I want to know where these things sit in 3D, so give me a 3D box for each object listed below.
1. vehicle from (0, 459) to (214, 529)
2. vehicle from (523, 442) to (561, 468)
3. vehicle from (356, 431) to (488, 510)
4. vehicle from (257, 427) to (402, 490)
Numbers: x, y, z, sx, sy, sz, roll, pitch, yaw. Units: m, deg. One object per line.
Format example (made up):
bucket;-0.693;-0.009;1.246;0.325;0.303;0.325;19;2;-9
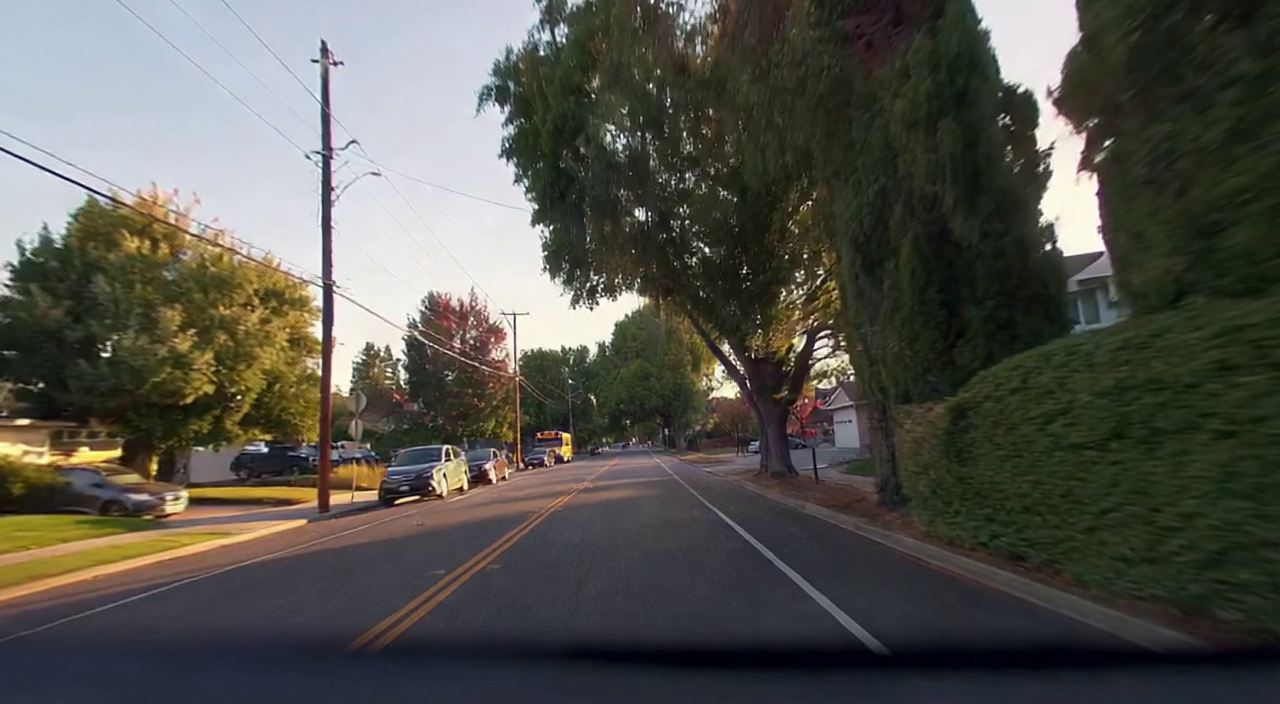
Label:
vehicle;-12.736;3.279;14.910;4.267;1.459;1.801;-2;-9;9
vehicle;-6.796;7.163;44.031;2.023;1.721;4.418;0;-8;-1
vehicle;-6.617;3.642;19.968;2.284;1.939;5.502;-5;-9;-2
vehicle;-14.457;4.982;29.559;5.883;2.467;2.214;-5;-9;9
